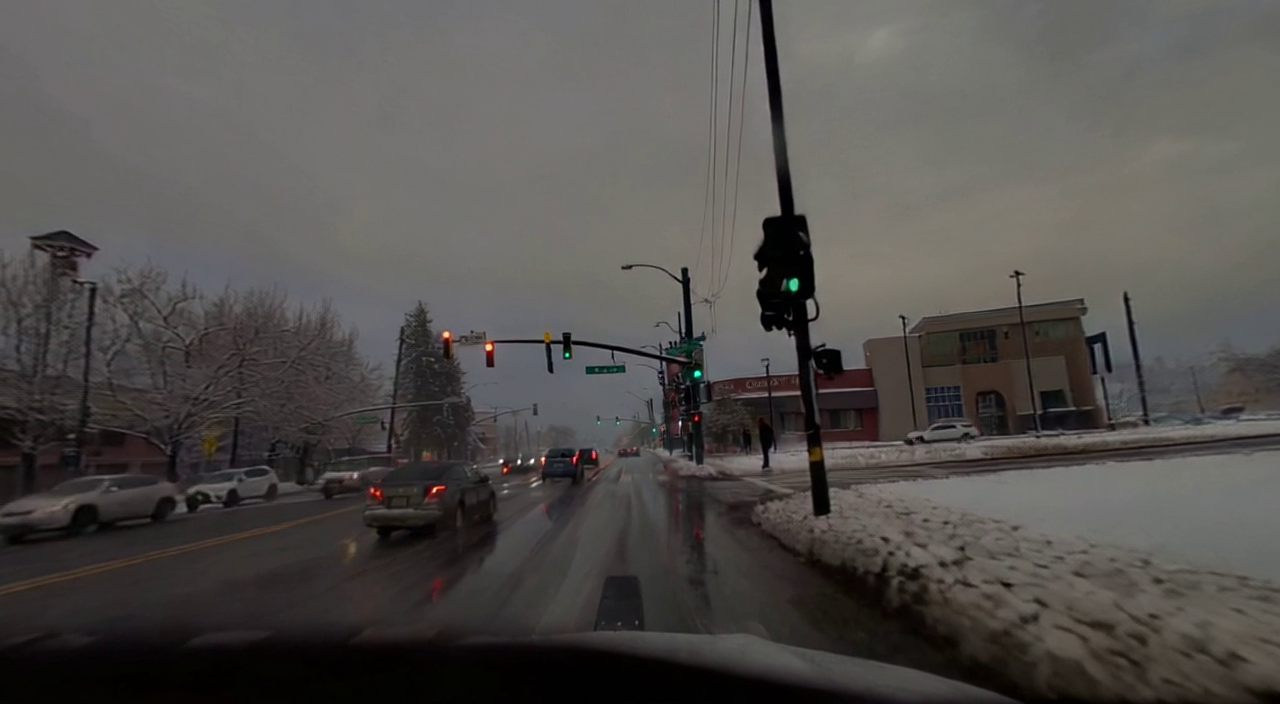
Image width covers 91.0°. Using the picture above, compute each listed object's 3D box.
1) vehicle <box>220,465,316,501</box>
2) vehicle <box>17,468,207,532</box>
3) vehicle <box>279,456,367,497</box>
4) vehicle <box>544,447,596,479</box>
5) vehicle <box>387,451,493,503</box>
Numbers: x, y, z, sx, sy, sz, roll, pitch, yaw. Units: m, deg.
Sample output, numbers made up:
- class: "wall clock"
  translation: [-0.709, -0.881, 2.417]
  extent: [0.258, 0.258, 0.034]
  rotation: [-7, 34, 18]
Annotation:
- class: "vehicle"
  translation: [-18.715, 6.584, 31.955]
  extent: [1.861, 1.493, 4.754]
  rotation: [-1, -9, 1]
- class: "vehicle"
  translation: [-15.467, 4.306, 18.850]
  extent: [1.955, 1.500, 4.458]
  rotation: [0, -9, -3]
- class: "vehicle"
  translation: [-15.466, 6.057, 30.977]
  extent: [2.139, 1.692, 4.099]
  rotation: [-2, -9, 1]
- class: "vehicle"
  translation: [-3.455, 5.576, 31.800]
  extent: [2.147, 1.472, 4.406]
  rotation: [0, -9, 0]
- class: "vehicle"
  translation: [-6.442, 4.048, 20.856]
  extent: [1.960, 1.479, 4.654]
  rotation: [0, -9, 0]
